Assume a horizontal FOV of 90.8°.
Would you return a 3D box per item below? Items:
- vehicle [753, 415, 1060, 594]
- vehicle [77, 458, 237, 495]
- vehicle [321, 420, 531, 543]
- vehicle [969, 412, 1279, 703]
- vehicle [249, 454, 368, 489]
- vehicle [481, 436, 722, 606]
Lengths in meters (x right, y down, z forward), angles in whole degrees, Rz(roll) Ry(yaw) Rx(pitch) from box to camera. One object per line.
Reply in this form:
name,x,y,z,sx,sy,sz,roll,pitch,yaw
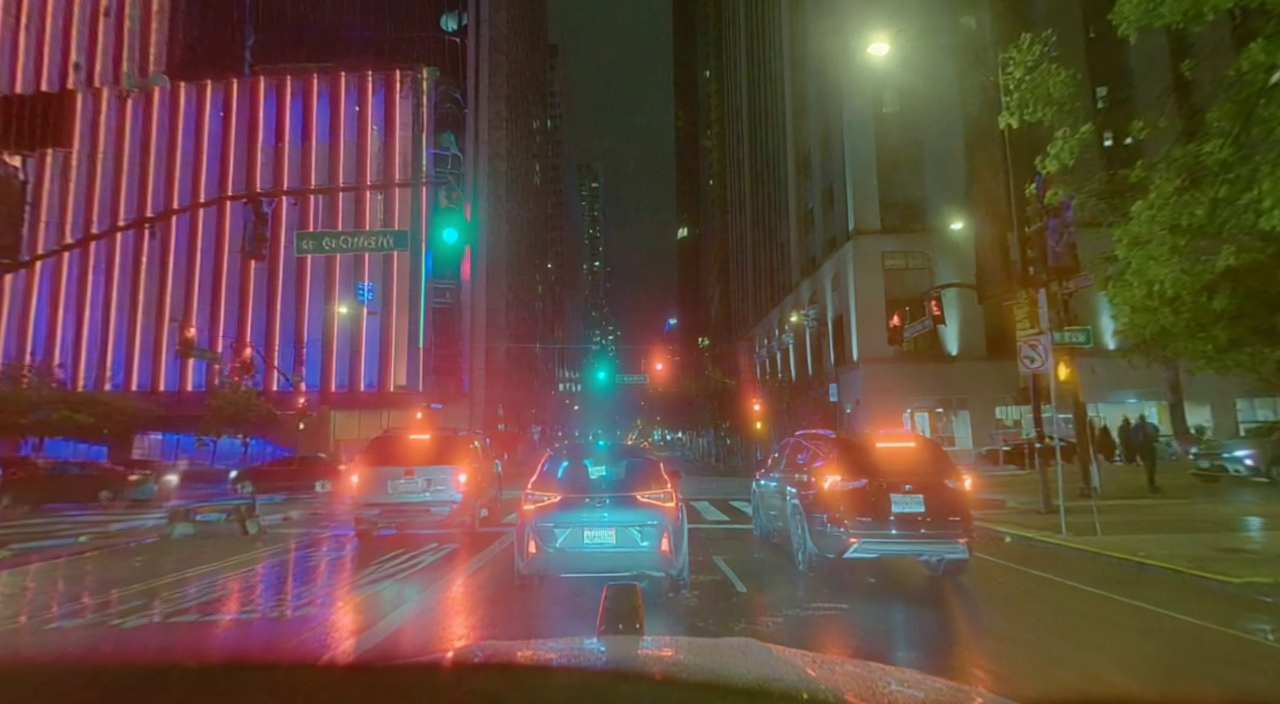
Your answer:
vehicle,3.043,1.846,8.626,2.072,1.735,4.759,0,-8,0
vehicle,-20.284,5.242,26.692,5.153,1.449,1.966,0,-8,0
vehicle,-3.697,2.351,12.252,2.190,1.840,5.272,0,-8,1
vehicle,2.737,0.805,1.112,1.902,1.454,4.540,0,-8,1
vehicle,-15.240,5.456,29.120,4.673,1.478,2.114,-3,-9,18
vehicle,-0.356,1.784,7.642,2.092,1.454,4.132,0,-8,-1
